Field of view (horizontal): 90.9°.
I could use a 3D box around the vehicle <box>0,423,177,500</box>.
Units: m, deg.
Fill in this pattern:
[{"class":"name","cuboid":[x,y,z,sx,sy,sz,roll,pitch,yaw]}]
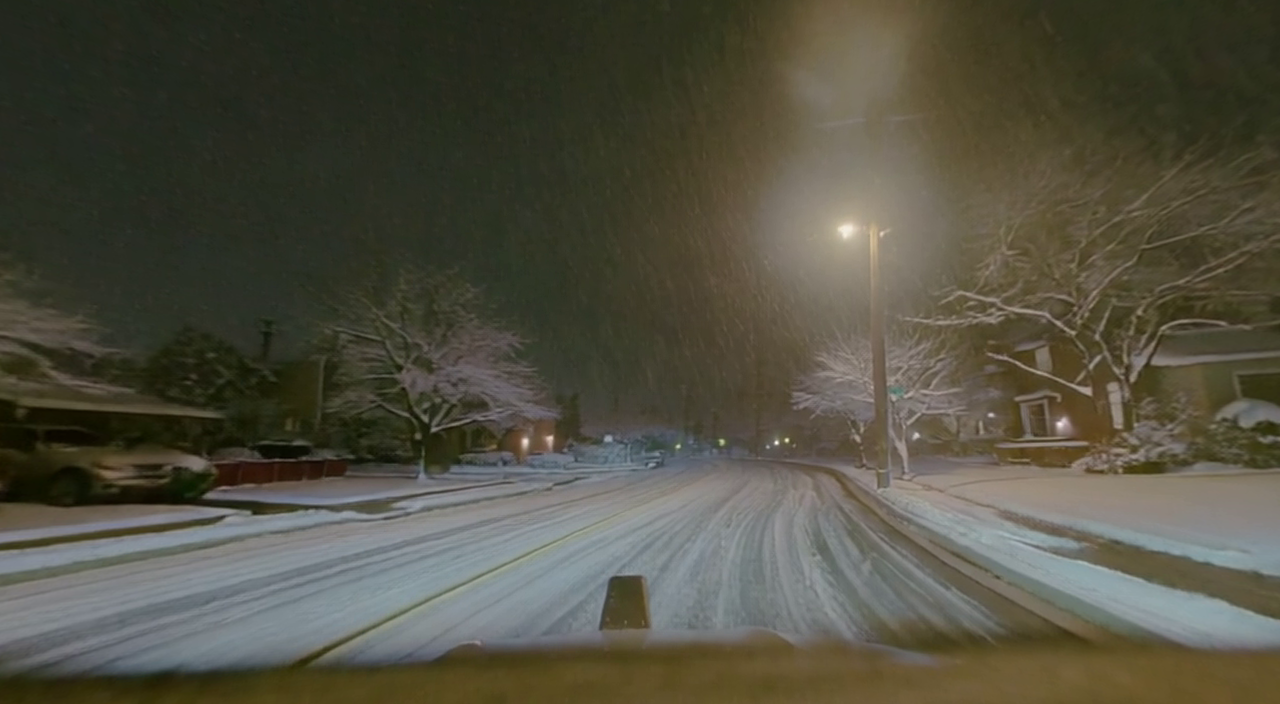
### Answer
[{"class":"vehicle","cuboid":[-15.533,2.878,16.868,4.410,1.710,2.065,5,-9,-6]}]
